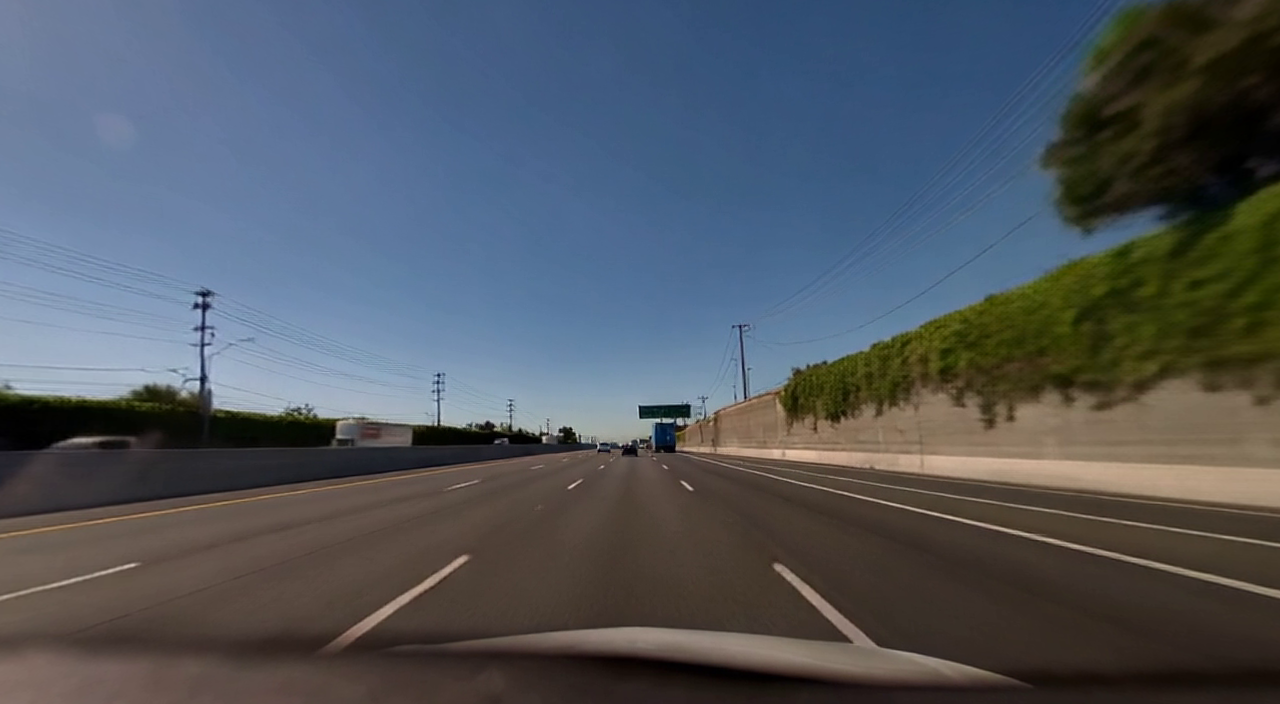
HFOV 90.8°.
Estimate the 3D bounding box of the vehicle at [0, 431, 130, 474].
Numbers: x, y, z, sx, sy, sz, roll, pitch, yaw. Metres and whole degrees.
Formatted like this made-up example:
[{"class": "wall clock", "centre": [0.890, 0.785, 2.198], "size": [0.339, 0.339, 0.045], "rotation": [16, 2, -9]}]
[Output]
[{"class": "vehicle", "centre": [-21.223, 3.689, 23.372], "size": [1.713, 1.403, 3.550], "rotation": [-2, -8, 0]}]
